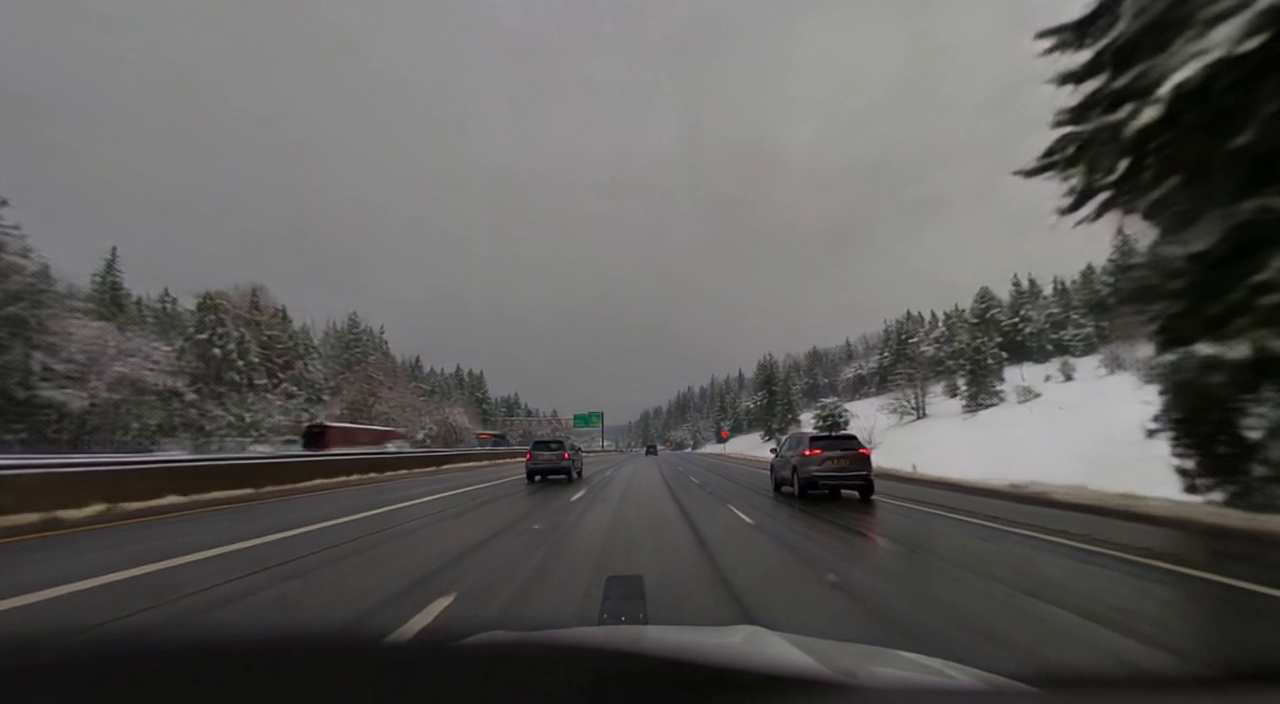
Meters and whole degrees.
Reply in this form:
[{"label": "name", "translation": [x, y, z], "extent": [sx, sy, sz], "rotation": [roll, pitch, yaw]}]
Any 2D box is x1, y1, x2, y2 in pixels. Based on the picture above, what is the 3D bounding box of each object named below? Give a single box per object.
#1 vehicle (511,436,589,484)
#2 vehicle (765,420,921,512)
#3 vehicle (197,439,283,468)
[{"label": "vehicle", "translation": [-3.240, 3.996, 23.505], "extent": [2.166, 1.608, 4.297], "rotation": [0, -8, 2]}, {"label": "vehicle", "translation": [4.465, 2.593, 14.705], "extent": [2.149, 1.796, 4.487], "rotation": [0, -9, 0]}, {"label": "vehicle", "translation": [-24.776, 6.303, 39.120], "extent": [2.015, 1.650, 4.858], "rotation": [-1, -9, 2]}]
